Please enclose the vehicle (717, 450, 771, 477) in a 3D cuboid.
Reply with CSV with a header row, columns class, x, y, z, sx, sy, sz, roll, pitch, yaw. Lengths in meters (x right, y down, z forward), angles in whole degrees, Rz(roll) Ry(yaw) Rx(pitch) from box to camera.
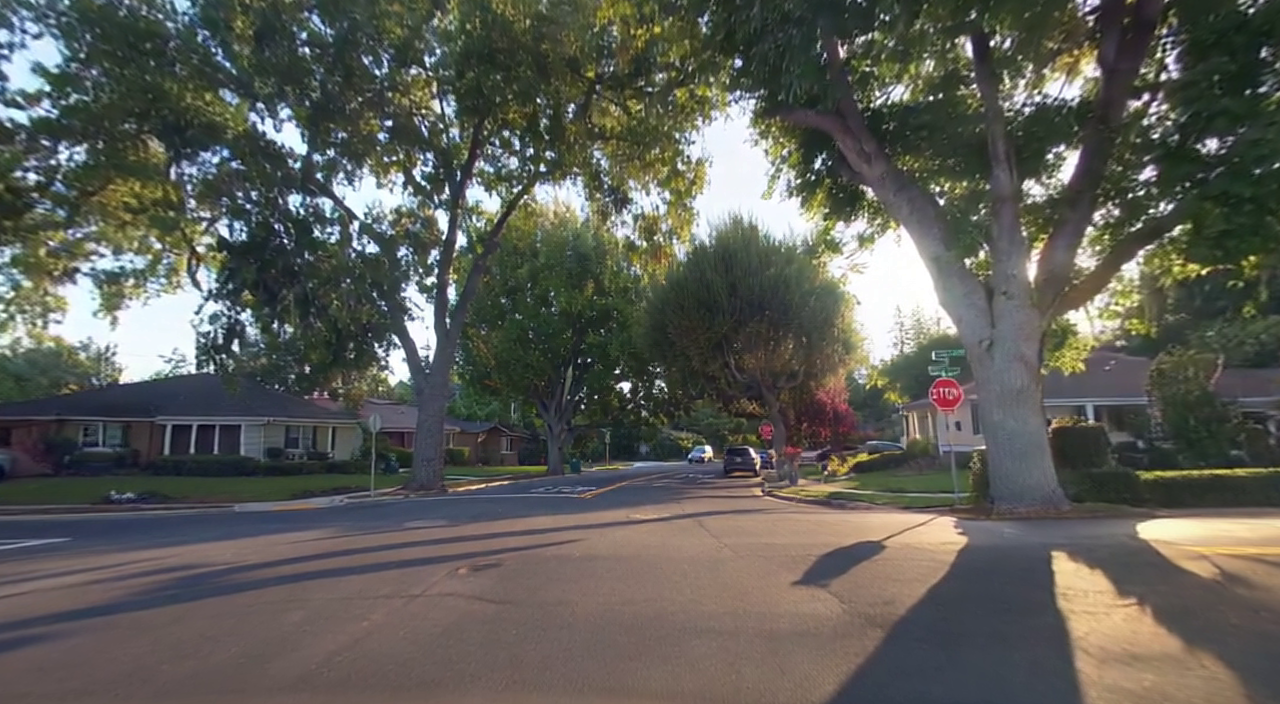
class,x,y,z,sx,sy,sz,roll,pitch,yaw
vehicle,7.119,7.460,42.603,2.692,1.649,4.689,-3,-9,20
